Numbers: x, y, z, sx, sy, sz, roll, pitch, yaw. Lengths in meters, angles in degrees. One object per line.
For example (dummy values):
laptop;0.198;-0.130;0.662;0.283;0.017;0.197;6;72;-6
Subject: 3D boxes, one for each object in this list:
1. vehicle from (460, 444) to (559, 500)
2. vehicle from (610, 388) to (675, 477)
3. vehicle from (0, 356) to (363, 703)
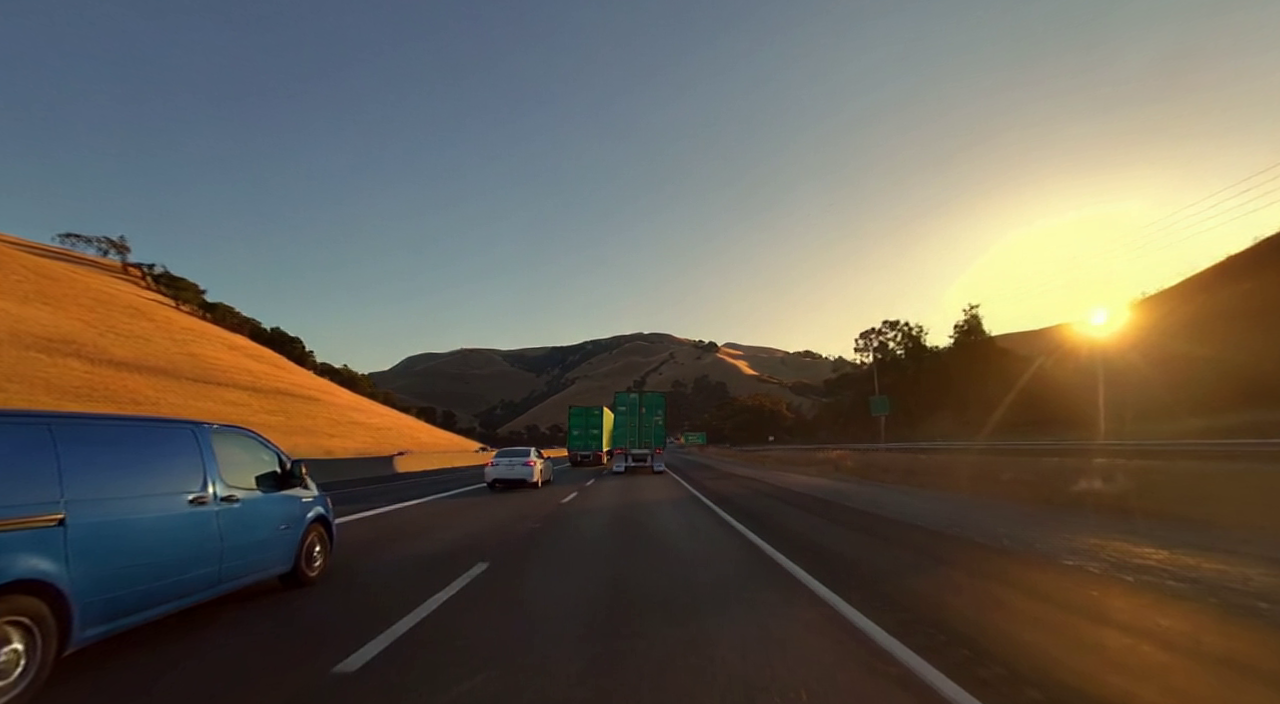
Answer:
vehicle;-3.683;3.446;18.608;1.950;1.446;4.224;0;-8;1
vehicle;0.250;4.460;34.208;2.913;3.988;10.874;0;-8;2
vehicle;-4.153;1.129;4.446;2.136;1.779;4.875;0;-8;0
